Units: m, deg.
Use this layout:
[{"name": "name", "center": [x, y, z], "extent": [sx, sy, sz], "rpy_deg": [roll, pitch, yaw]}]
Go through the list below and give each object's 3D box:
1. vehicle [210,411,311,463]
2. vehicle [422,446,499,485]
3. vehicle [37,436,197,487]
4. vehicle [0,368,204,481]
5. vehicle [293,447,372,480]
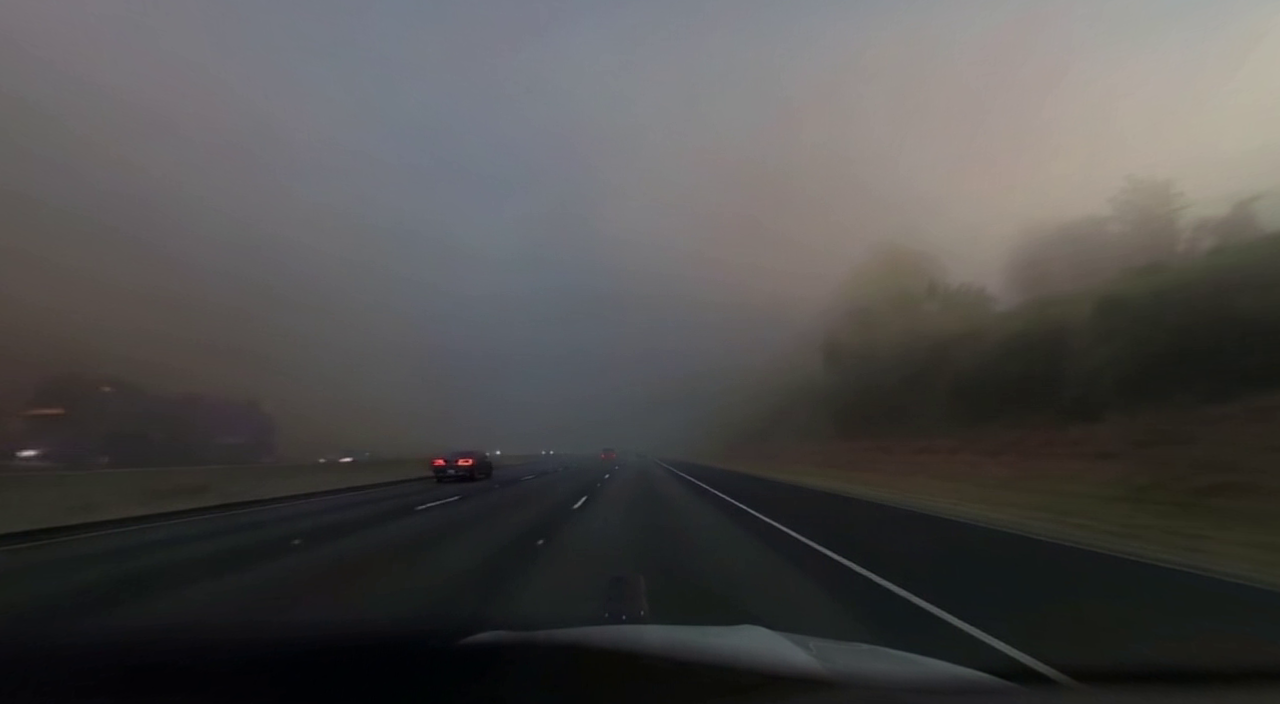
[{"name": "vehicle", "center": [-22.447, 5.142, 37.659], "extent": [2.266, 2.825, 6.027], "rpy_deg": [0, -9, -1]}, {"name": "vehicle", "center": [-7.400, 4.705, 26.470], "extent": [1.966, 1.476, 4.240], "rpy_deg": [0, -9, 0]}, {"name": "vehicle", "center": [-18.238, 3.844, 22.300], "extent": [1.867, 1.585, 4.415], "rpy_deg": [0, -9, 0]}, {"name": "vehicle", "center": [-22.466, 3.157, 26.192], "extent": [2.834, 3.959, 7.991], "rpy_deg": [0, -9, -1]}, {"name": "vehicle", "center": [-14.538, 5.262, 30.001], "extent": [1.806, 1.433, 3.932], "rpy_deg": [0, -9, -1]}]
